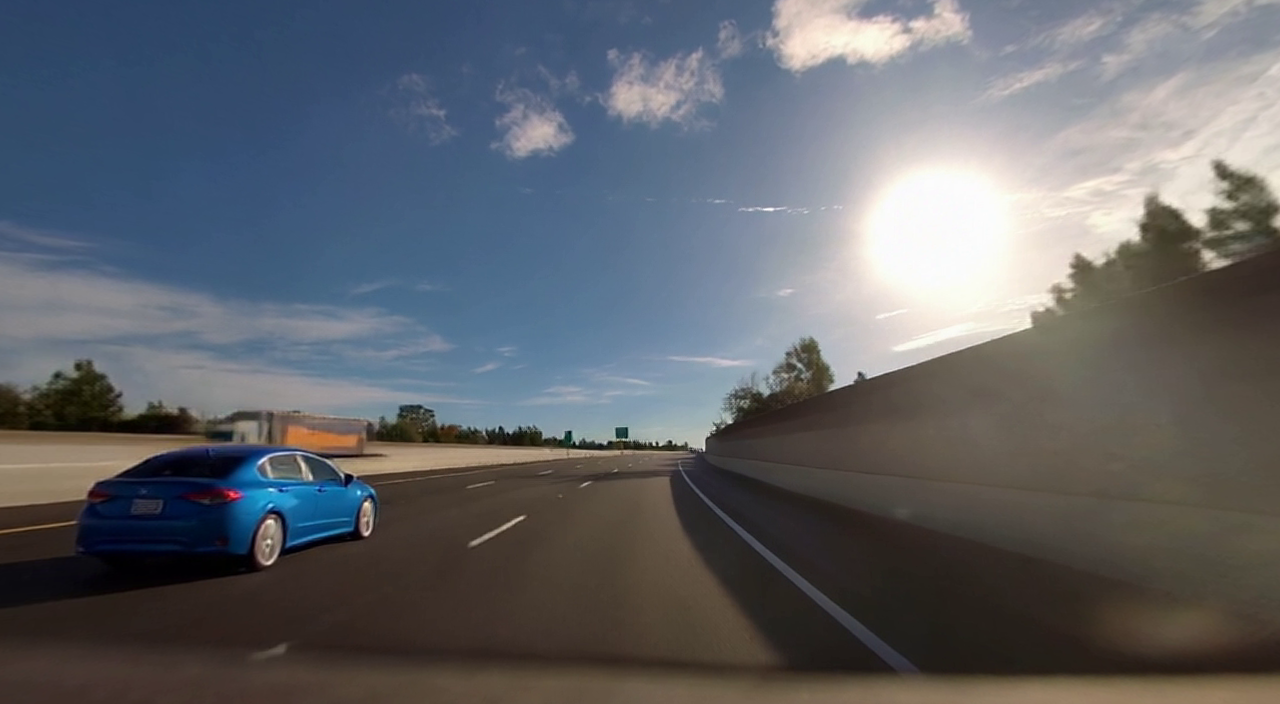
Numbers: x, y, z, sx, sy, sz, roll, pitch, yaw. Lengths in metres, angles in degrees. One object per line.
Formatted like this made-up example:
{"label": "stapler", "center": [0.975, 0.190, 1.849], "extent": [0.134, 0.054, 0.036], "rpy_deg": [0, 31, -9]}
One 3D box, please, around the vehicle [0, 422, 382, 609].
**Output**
{"label": "vehicle", "center": [-4.682, 1.622, 7.086], "extent": [1.928, 1.504, 3.745], "rpy_deg": [0, -9, 1]}
